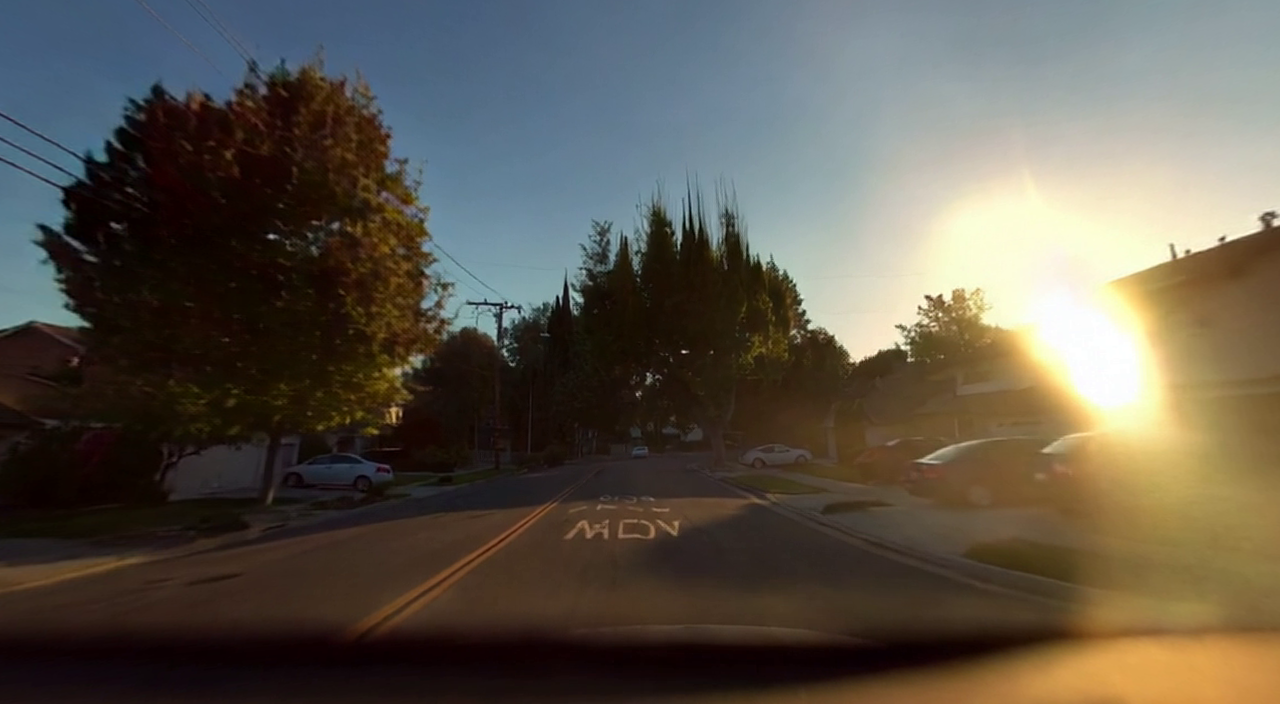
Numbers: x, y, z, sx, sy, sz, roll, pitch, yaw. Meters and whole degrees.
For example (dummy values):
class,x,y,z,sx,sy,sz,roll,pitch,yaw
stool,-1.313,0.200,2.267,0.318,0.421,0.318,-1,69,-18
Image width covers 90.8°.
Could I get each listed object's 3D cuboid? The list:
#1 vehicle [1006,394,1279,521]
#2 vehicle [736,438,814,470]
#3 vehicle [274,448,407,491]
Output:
class,x,y,z,sx,sy,sz,roll,pitch,yaw
vehicle,9.376,1.815,11.172,4.557,2.012,1.917,0,-8,-3
vehicle,7.573,5.749,35.647,3.846,1.725,1.920,0,-8,-4
vehicle,-11.852,4.662,25.206,4.243,1.598,2.003,-1,-8,3
